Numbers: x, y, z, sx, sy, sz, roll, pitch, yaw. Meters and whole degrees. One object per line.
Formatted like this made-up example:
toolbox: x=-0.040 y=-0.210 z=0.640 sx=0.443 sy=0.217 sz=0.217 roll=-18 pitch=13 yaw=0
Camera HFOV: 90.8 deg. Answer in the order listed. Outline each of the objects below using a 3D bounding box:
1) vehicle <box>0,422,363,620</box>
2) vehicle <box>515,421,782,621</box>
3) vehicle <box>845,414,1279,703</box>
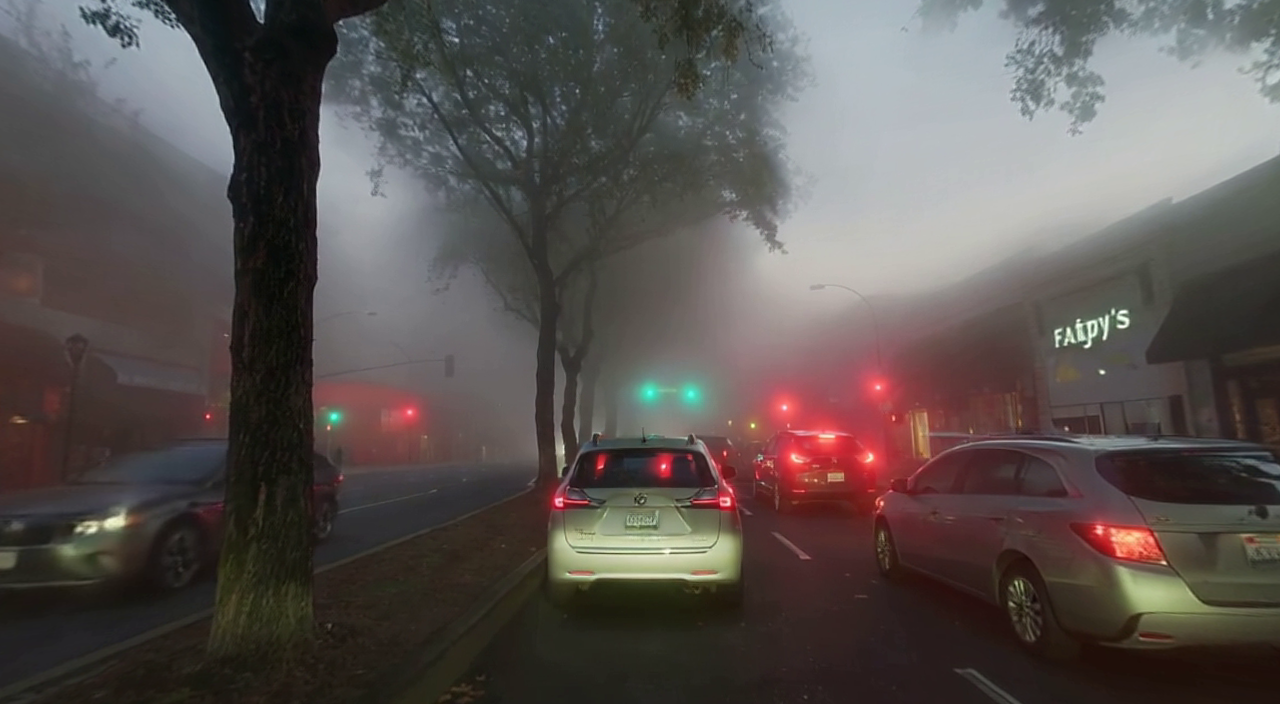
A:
vehicle: x=-5.227 y=1.691 z=7.392 sx=1.898 sy=1.542 sz=4.689 roll=0 pitch=-9 yaw=-1
vehicle: x=0.057 y=1.544 z=6.614 sx=2.006 sy=1.487 sz=3.535 roll=0 pitch=-9 yaw=0
vehicle: x=3.394 y=1.369 z=5.305 sx=1.988 sy=1.480 sz=4.195 roll=0 pitch=-9 yaw=1
